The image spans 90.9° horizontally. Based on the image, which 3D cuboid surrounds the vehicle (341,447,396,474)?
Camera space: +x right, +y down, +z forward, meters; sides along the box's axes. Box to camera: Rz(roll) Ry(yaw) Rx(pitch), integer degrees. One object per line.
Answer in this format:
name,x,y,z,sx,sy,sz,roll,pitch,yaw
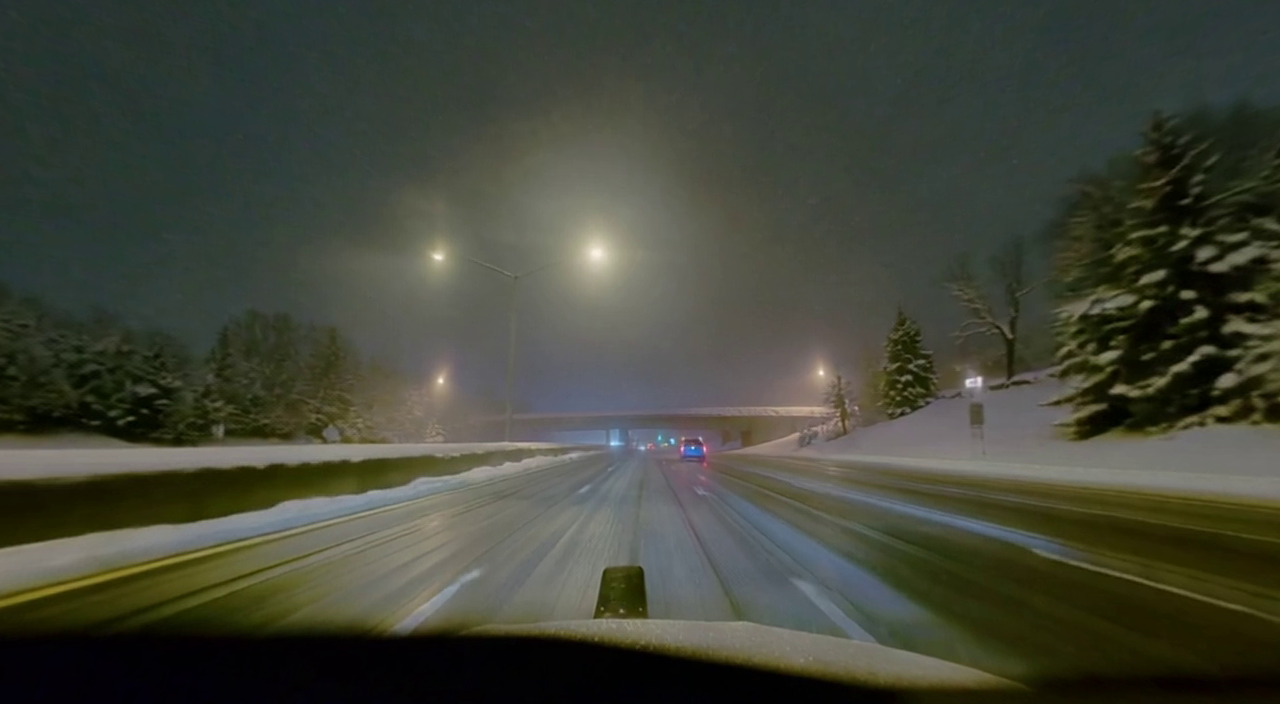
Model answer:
vehicle,-14.560,5.815,33.984,1.450,1.342,3.292,0,-8,1
